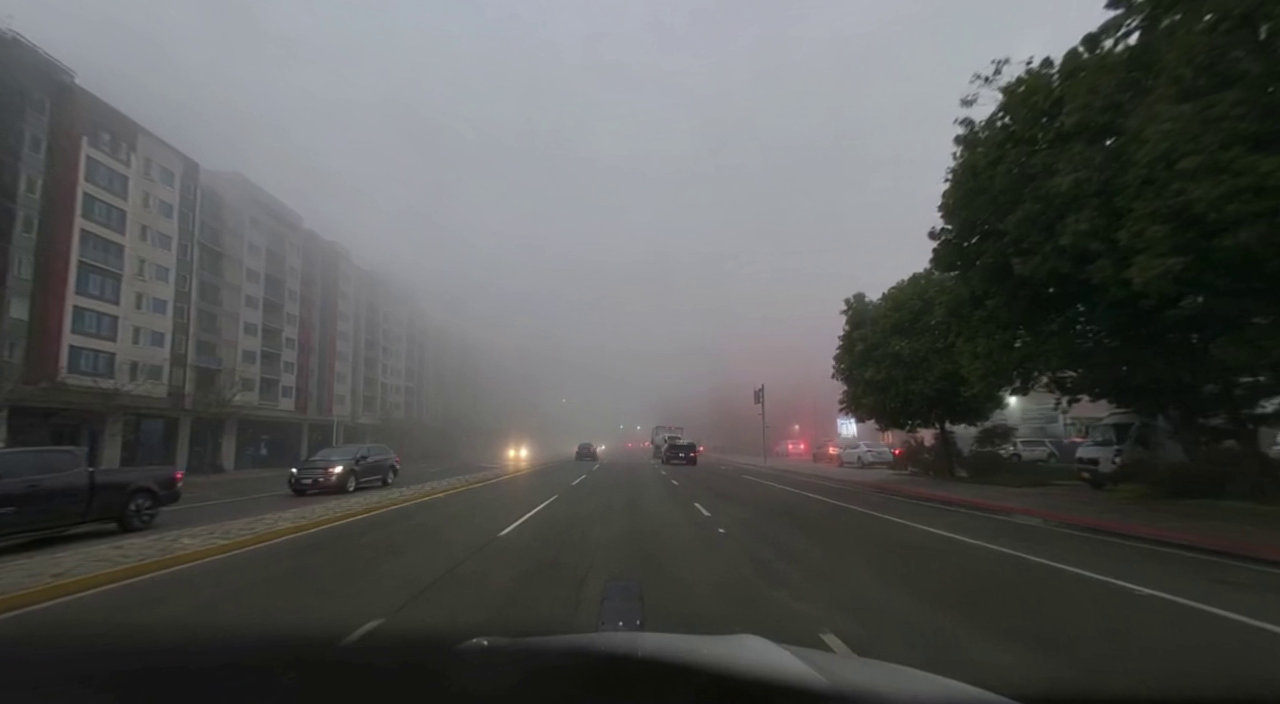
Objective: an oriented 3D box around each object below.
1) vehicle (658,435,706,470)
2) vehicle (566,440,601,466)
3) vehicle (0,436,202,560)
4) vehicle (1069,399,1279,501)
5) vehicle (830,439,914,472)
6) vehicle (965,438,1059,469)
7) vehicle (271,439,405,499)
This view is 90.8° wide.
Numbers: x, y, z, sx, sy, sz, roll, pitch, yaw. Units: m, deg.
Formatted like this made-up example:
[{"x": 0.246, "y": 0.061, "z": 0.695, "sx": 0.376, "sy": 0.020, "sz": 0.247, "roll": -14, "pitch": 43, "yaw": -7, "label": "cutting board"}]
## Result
[{"x": 2.241, "y": 5.584, "z": 35.308, "sx": 2.130, "sy": 1.787, "sz": 5.126, "roll": 0, "pitch": -8, "yaw": -2, "label": "vehicle"}, {"x": -3.714, "y": 6.682, "z": 42.054, "sx": 2.046, "sy": 1.617, "sz": 4.601, "roll": 0, "pitch": -8, "yaw": -2, "label": "vehicle"}, {"x": -8.707, "y": 2.003, "z": 9.043, "sx": 1.923, "sy": 1.482, "sz": 4.273, "roll": -3, "pitch": -8, "yaw": -1, "label": "vehicle"}, {"x": 13.370, "y": 2.214, "z": 14.521, "sx": 5.419, "sy": 2.120, "sz": 2.164, "roll": 0, "pitch": -8, "yaw": -3, "label": "vehicle"}, {"x": 11.741, "y": 5.233, "z": 32.363, "sx": 1.954, "sy": 1.483, "sz": 4.742, "roll": -2, "pitch": -7, "yaw": -7, "label": "vehicle"}, {"x": 19.999, "y": 5.492, "z": 34.263, "sx": 2.013, "sy": 1.548, "sz": 4.579, "roll": 1, "pitch": -9, "yaw": -5, "label": "vehicle"}, {"x": -8.872, "y": 3.456, "z": 19.073, "sx": 1.969, "sy": 1.489, "sz": 4.522, "roll": -2, "pitch": -8, "yaw": -2, "label": "vehicle"}]
